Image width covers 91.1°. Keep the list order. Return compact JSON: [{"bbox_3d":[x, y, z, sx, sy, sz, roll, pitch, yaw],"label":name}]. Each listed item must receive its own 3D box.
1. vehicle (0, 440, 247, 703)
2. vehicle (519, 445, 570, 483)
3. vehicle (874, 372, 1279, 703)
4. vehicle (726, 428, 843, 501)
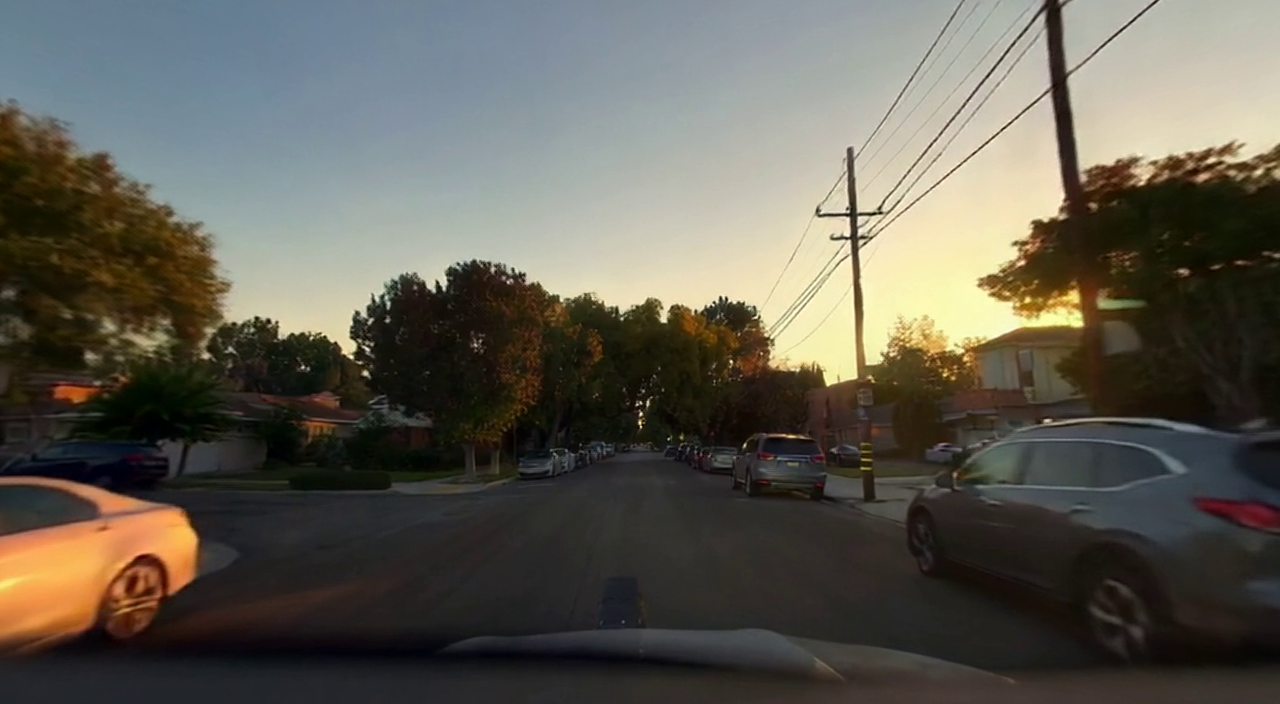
[{"bbox_3d":[-4.505,1.314,3.390,1.934,1.547,4.400,-1,-7,0],"label":"vehicle"},{"bbox_3d":[-4.440,5.236,29.678,1.870,1.562,4.212,-1,-8,-2],"label":"vehicle"},{"bbox_3d":[3.894,1.352,5.206,2.077,1.788,4.480,2,-9,-2],"label":"vehicle"},{"bbox_3d":[4.128,3.340,19.053,2.215,1.897,5.131,0,-9,-1],"label":"vehicle"}]
